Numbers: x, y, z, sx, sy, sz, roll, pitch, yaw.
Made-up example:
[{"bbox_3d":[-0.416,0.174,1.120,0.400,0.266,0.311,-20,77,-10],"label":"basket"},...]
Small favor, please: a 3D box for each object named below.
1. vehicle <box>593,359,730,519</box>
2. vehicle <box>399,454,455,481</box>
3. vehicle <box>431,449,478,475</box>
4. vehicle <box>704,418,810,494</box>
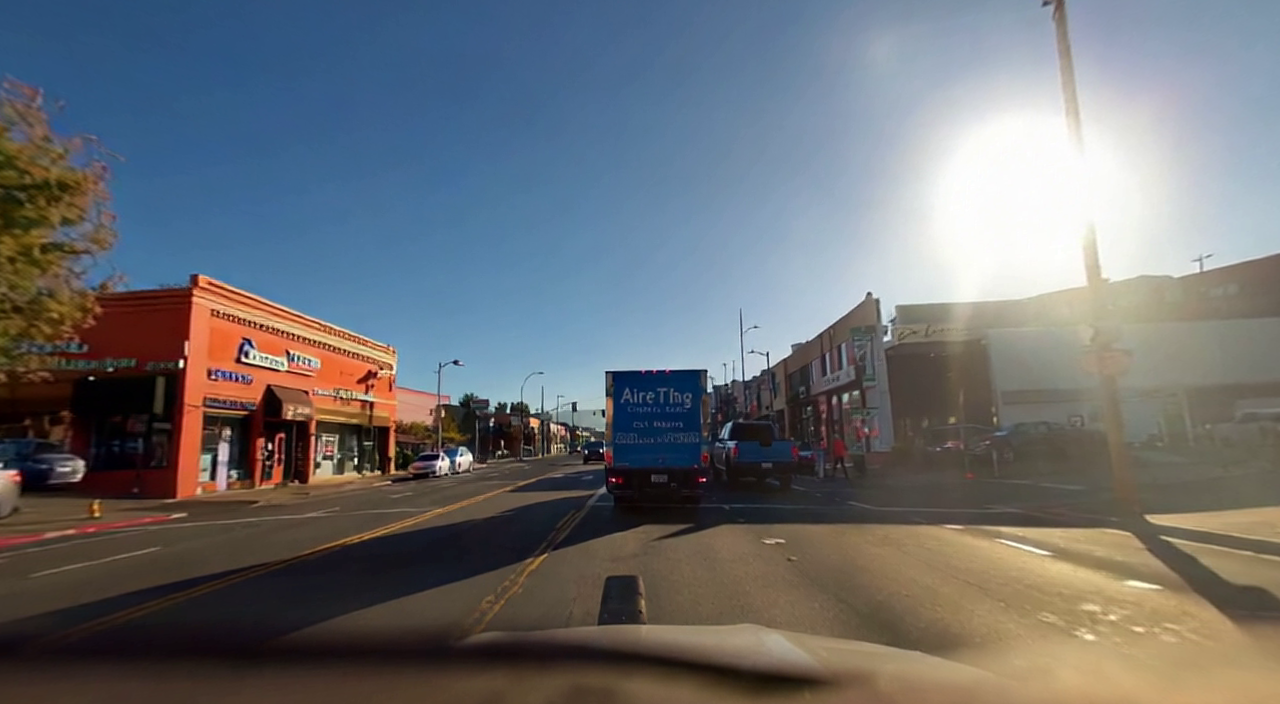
[{"bbox_3d":[0.294,2.046,14.725,2.517,2.926,6.177,0,-9,-2],"label":"vehicle"},{"bbox_3d":[-13.165,7.167,39.138,1.901,1.508,4.405,0,-8,0],"label":"vehicle"},{"bbox_3d":[-13.003,7.742,44.352,1.943,1.682,4.365,0,-8,0],"label":"vehicle"},{"bbox_3d":[3.460,3.234,19.840,2.346,2.062,5.236,0,-8,0],"label":"vehicle"}]
